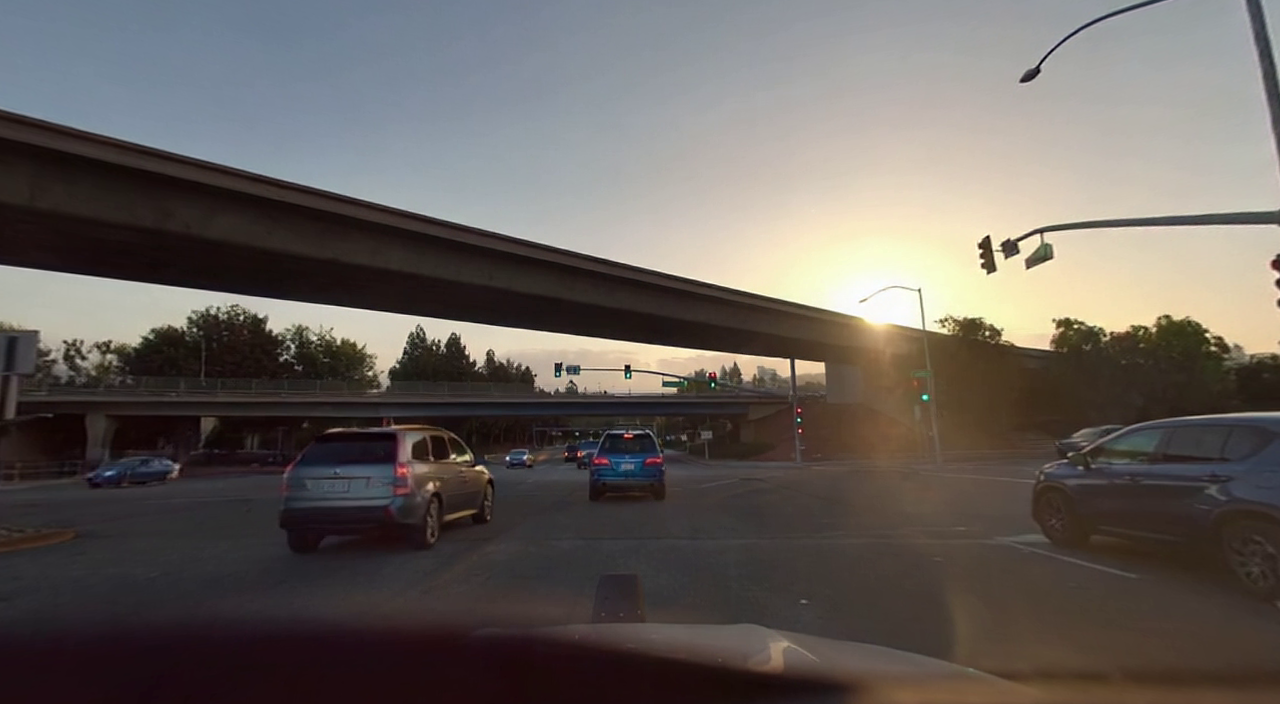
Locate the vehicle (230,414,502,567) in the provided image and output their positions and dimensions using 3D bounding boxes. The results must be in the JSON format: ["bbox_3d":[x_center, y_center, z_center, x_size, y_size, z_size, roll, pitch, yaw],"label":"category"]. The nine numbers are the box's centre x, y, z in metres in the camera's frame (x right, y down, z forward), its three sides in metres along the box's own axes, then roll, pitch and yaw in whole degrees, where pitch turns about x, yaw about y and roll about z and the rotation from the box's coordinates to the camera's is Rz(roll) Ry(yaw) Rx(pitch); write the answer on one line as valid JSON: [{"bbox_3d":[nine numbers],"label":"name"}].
[{"bbox_3d":[-3.727,1.968,9.787,2.060,1.768,4.681,0,-8,1],"label":"vehicle"}]

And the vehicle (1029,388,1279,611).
[{"bbox_3d":[6.226,1.343,6.166,2.074,1.785,4.320,0,-8,0],"label":"vehicle"}]

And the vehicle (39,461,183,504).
[{"bbox_3d":[-23.065,5.673,27.896,2.044,1.584,5.067,0,-8,-1],"label":"vehicle"}]

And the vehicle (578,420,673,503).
[{"bbox_3d":[-0.426,3.067,18.124,2.342,2.026,4.642,0,-8,-2],"label":"vehicle"}]
